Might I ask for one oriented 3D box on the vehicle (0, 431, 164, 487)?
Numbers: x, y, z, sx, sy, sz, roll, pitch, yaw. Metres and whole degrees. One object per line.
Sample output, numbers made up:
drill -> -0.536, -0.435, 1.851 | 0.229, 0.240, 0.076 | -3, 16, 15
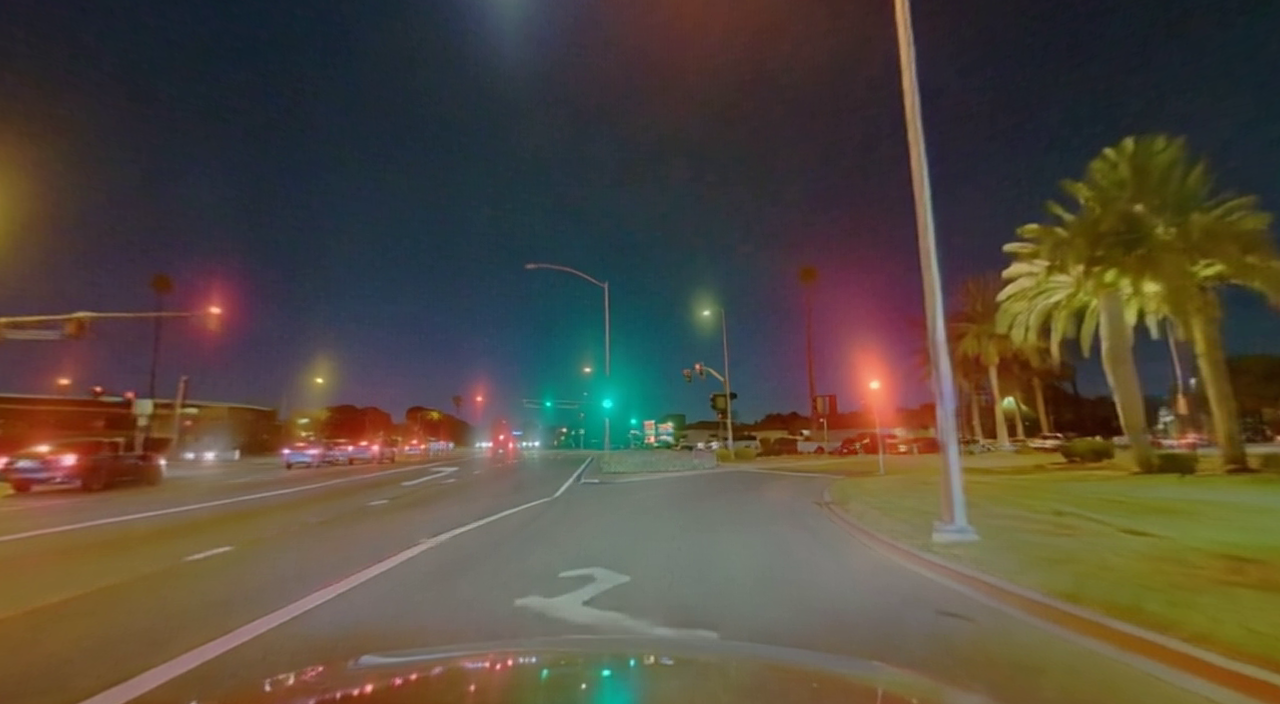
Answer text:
vehicle -> -17.066, 3.189, 19.043 | 1.916, 1.481, 4.430 | 0, -8, -3

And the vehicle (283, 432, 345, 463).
vehicle -> -19.585, 5.741, 37.956 | 2.156, 1.742, 4.264 | 2, -9, -12

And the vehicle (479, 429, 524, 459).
vehicle -> -8.769, 5.891, 40.113 | 2.114, 1.784, 4.450 | 0, -8, -3

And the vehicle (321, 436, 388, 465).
vehicle -> -15.276, 5.291, 33.813 | 1.900, 1.462, 4.225 | 1, -9, -4

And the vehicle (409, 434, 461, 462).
vehicle -> -12.334, 5.775, 37.985 | 1.977, 1.584, 3.983 | 1, -9, -4
